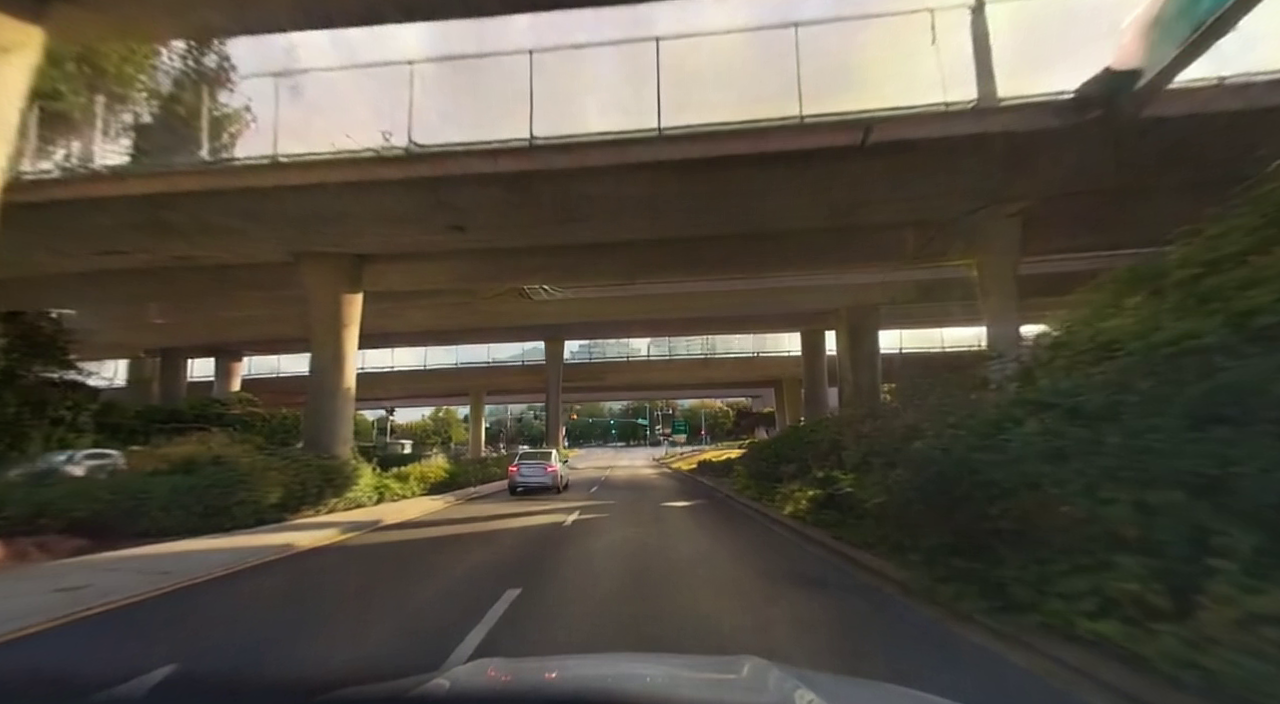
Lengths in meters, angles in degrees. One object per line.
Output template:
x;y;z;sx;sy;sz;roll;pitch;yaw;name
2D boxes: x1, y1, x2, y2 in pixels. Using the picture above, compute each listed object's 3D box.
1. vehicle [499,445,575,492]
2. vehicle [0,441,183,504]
-3.467;4.020;22.113;1.963;1.460;4.614;0;-9;-1;vehicle
-18.102;3.930;20.986;2.196;1.834;4.766;0;-9;-1;vehicle
